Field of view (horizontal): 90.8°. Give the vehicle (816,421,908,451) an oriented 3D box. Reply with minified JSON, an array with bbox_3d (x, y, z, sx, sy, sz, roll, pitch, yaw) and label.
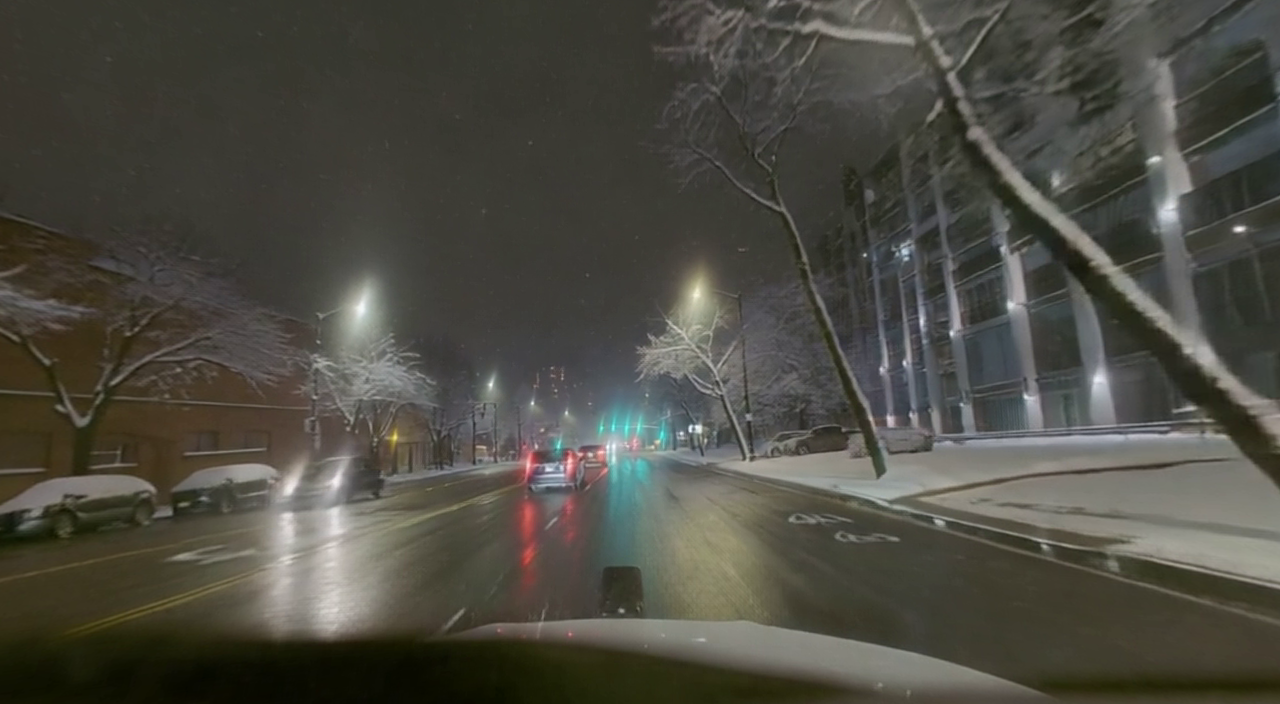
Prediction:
[{"bbox_3d":[12.872,4.935,36.897,4.619,1.626,2.121,-1,-9,3],"label":"vehicle"}]

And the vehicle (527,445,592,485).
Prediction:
[{"bbox_3d":[-3.088,4.437,25.118,2.051,1.454,4.132,0,-8,0],"label":"vehicle"}]

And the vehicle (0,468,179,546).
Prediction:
[{"bbox_3d":[-16.064,4.374,18.419,1.897,1.805,4.538,0,-8,-2],"label":"vehicle"}]

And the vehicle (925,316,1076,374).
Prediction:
[{"bbox_3d":[11.712,-0.199,20.723,3.827,1.556,1.730,-1,-10,0],"label":"vehicle"}]

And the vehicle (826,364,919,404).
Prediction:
[{"bbox_3d":[11.584,1.622,31.681,3.826,1.601,1.807,-4,-8,-4],"label":"vehicle"}]

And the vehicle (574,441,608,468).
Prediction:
[{"bbox_3d":[-3.553,7.574,46.936,2.190,1.840,4.720,0,-8,0],"label":"vehicle"}]

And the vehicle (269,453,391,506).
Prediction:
[{"bbox_3d":[-10.174,4.175,21.151,1.884,1.518,4.380,0,-8,-1],"label":"vehicle"}]

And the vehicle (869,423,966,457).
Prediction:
[{"bbox_3d":[12.568,3.977,28.731,3.527,1.496,1.836,0,-7,-3],"label":"vehicle"}]

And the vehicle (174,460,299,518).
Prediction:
[{"bbox_3d":[-16.112,5.439,25.591,2.079,1.847,4.592,-4,-9,0],"label":"vehicle"}]

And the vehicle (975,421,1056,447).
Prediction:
[{"bbox_3d":[25.558,5.589,43.057,4.439,1.688,2.101,1,-9,-14],"label":"vehicle"}]
